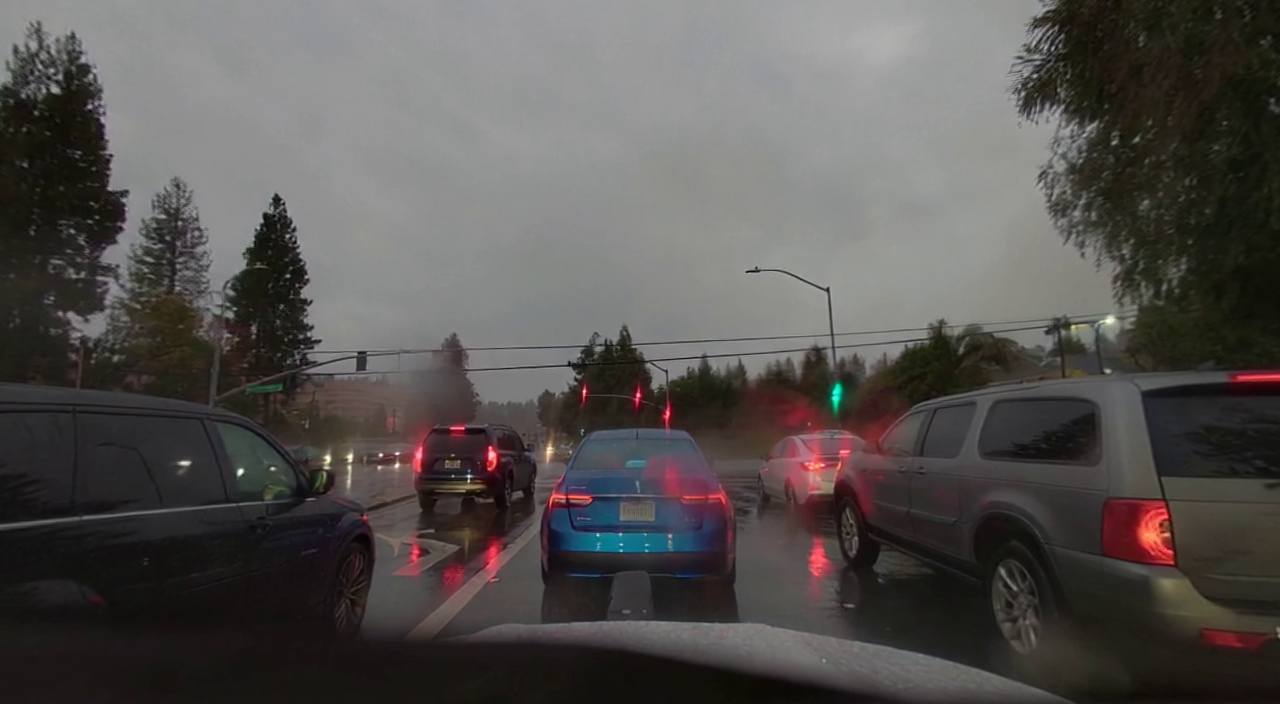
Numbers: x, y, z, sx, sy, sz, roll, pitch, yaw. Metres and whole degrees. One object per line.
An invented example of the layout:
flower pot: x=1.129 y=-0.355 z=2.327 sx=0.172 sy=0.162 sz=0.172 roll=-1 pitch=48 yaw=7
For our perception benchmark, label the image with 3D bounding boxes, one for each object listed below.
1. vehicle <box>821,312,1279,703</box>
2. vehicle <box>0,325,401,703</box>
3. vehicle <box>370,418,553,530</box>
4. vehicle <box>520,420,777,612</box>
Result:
vehicle: x=3.216 y=1.096 z=4.722 sx=2.141 sy=1.833 sz=4.704 roll=0 pitch=-8 yaw=-2
vehicle: x=-3.123 y=0.956 z=3.306 sx=1.982 sy=1.721 sz=4.261 roll=0 pitch=-8 yaw=1
vehicle: x=-3.184 y=2.300 z=12.444 sx=2.117 sy=1.772 sz=4.619 roll=0 pitch=-8 yaw=2
vehicle: x=0.028 y=1.587 z=7.011 sx=2.021 sy=1.490 sz=3.948 roll=0 pitch=-8 yaw=-1
